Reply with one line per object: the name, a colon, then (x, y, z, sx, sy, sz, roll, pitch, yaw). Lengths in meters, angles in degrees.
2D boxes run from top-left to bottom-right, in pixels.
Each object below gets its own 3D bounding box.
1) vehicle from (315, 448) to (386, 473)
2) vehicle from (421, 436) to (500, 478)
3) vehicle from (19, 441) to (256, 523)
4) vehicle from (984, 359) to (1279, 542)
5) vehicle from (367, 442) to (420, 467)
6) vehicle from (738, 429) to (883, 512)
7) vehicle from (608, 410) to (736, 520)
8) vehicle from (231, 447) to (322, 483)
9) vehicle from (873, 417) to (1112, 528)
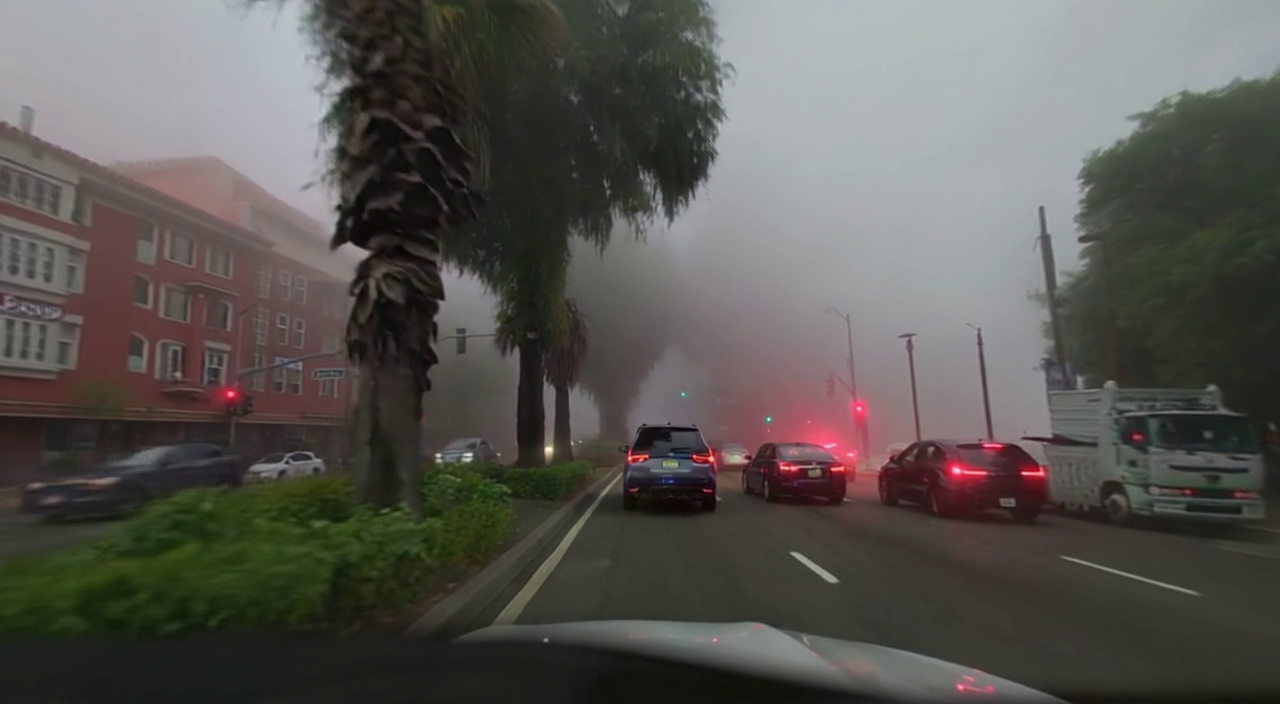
vehicle: (-18.440, 6.932, 40.465, 2.070, 1.499, 4.851, -1, -9, 3)
vehicle: (-8.003, 4.740, 28.603, 2.050, 1.725, 4.677, -1, -9, 2)
vehicle: (-11.872, 3.056, 15.435, 2.134, 1.699, 4.342, 0, -9, 1)
vehicle: (10.429, 1.903, 13.644, 2.663, 3.061, 5.602, -2, -5, -1)
vehicle: (-17.990, 7.498, 46.336, 1.965, 1.747, 4.461, -1, -9, 2)
vehicle: (4.029, 2.910, 15.959, 2.283, 1.738, 4.916, 0, -9, 0)
vehicle: (0.649, 2.614, 15.058, 2.487, 2.115, 5.444, 0, -9, 1)
vehicle: (-18.721, 5.809, 32.774, 1.972, 1.694, 4.466, 0, -9, 1)
vehicle: (7.313, 2.566, 14.018, 2.215, 1.973, 5.323, 0, -9, 0)
